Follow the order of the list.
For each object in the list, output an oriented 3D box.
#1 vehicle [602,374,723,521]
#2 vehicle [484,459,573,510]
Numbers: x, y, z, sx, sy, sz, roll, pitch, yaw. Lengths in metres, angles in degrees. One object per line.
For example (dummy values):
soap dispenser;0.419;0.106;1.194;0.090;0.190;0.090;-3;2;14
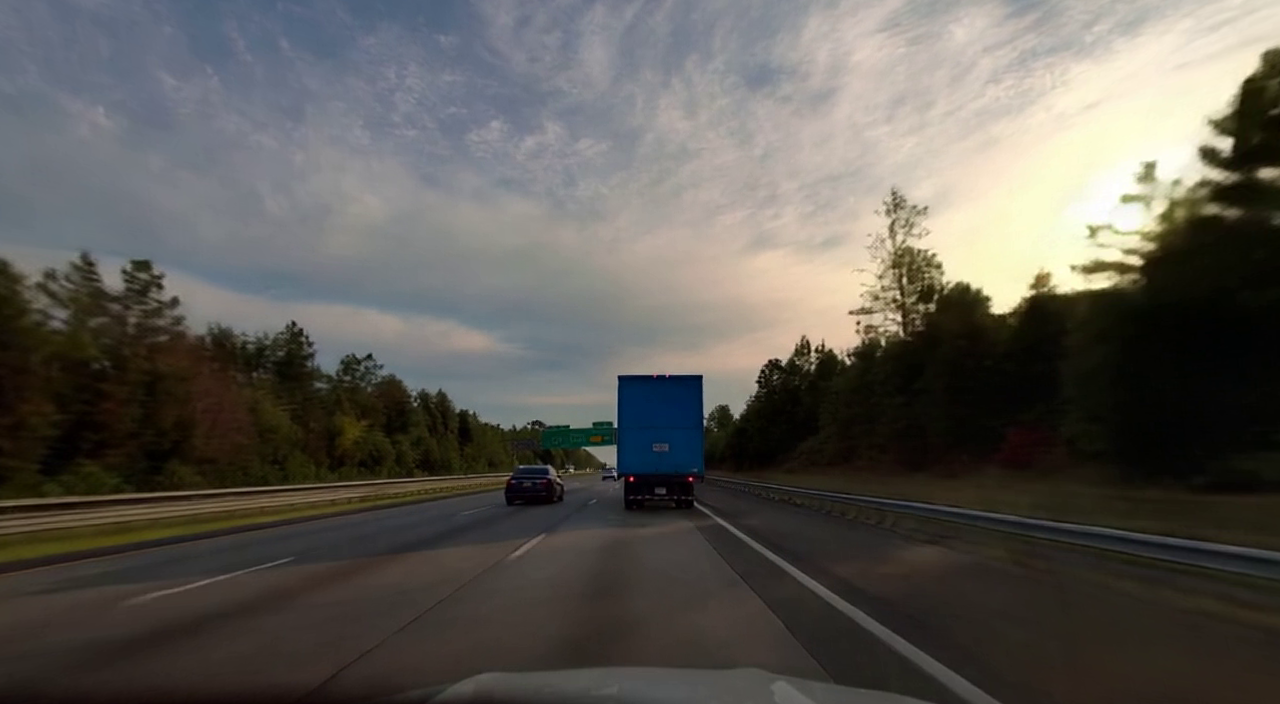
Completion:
vehicle;0.592;3.258;20.688;3.008;3.678;9.512;1;-10;0
vehicle;-3.627;4.442;21.447;2.079;1.506;4.821;0;-10;1
